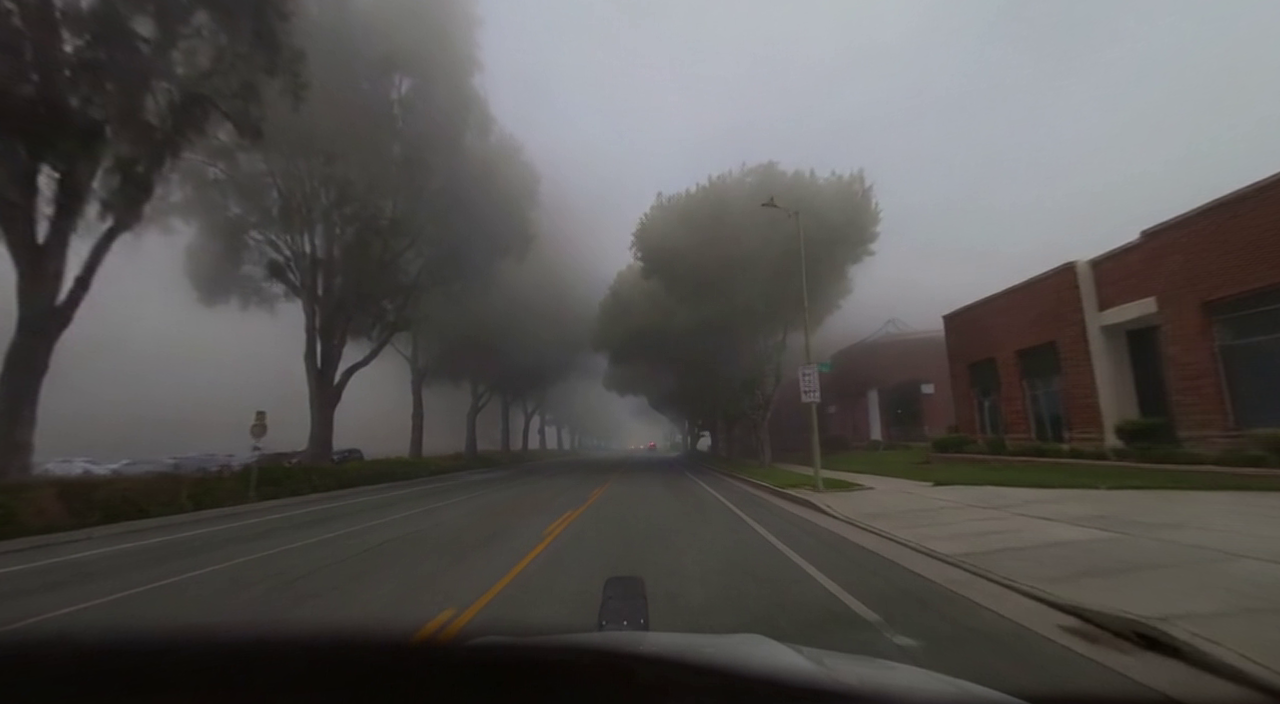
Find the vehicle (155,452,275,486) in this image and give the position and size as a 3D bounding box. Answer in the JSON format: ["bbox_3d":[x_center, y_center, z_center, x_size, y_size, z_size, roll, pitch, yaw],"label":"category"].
[{"bbox_3d":[-19.199,5.278,28.619,4.005,1.433,1.953,0,-9,0],"label":"vehicle"}]

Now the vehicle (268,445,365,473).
[{"bbox_3d":[-18.909,6.256,37.018,4.606,1.544,1.965,0,-9,0],"label":"vehicle"}]

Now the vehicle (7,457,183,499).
[{"bbox_3d":[-19.652,4.537,22.901,4.567,1.402,1.910,0,-9,0],"label":"vehicle"}]
